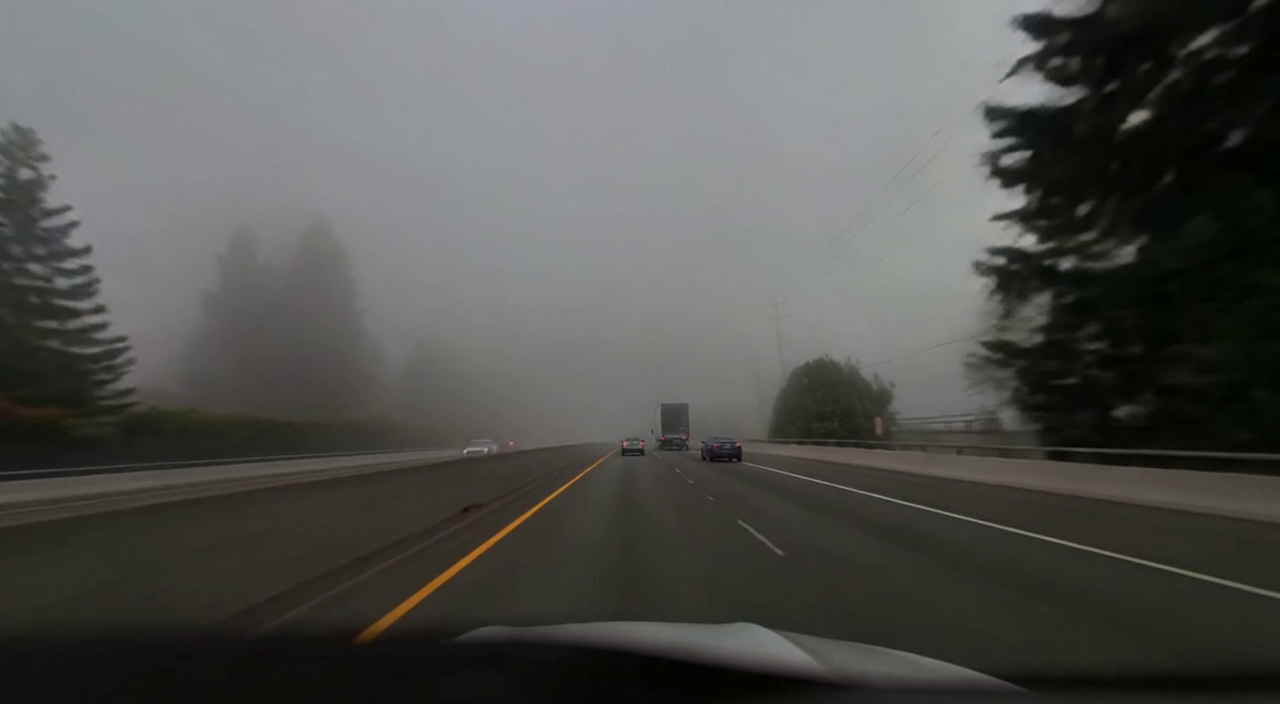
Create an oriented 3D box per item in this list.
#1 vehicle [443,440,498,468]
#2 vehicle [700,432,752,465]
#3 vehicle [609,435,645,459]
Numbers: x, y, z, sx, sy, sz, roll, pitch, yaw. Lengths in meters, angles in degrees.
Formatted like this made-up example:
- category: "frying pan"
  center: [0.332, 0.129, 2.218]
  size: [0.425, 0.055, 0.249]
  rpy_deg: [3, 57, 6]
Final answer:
- category: "vehicle"
  center: [-9.864, 5.931, 37.024]
  size: [2.106, 1.511, 4.134]
  rpy_deg: [0, -8, 0]
- category: "vehicle"
  center: [4.265, 4.805, 31.695]
  size: [1.930, 1.573, 3.853]
  rpy_deg: [0, -8, -2]
- category: "vehicle"
  center: [-0.827, 6.030, 40.263]
  size: [2.163, 1.466, 3.693]
  rpy_deg: [0, -8, -1]
